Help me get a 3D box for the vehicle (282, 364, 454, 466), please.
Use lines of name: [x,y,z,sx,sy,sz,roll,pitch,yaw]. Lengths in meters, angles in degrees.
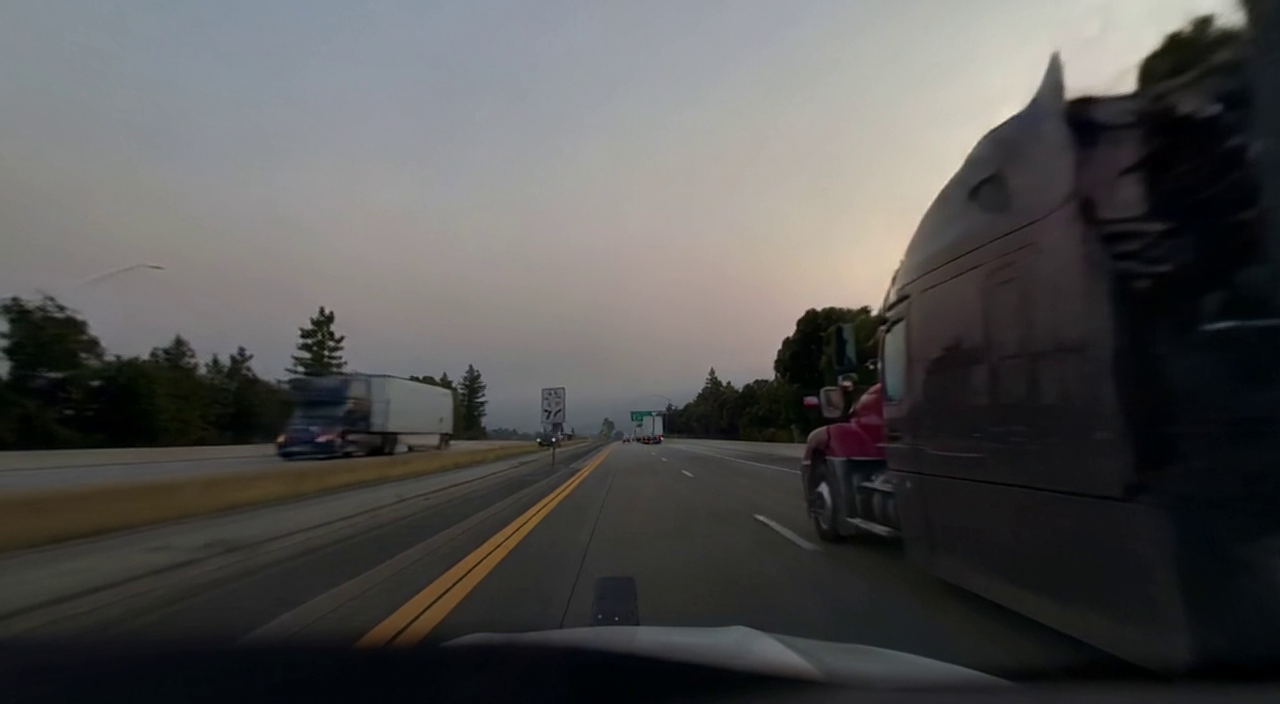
vehicle: [-13.136,3.504,32.814,2.913,4.132,14.438,0,-8,-1]
